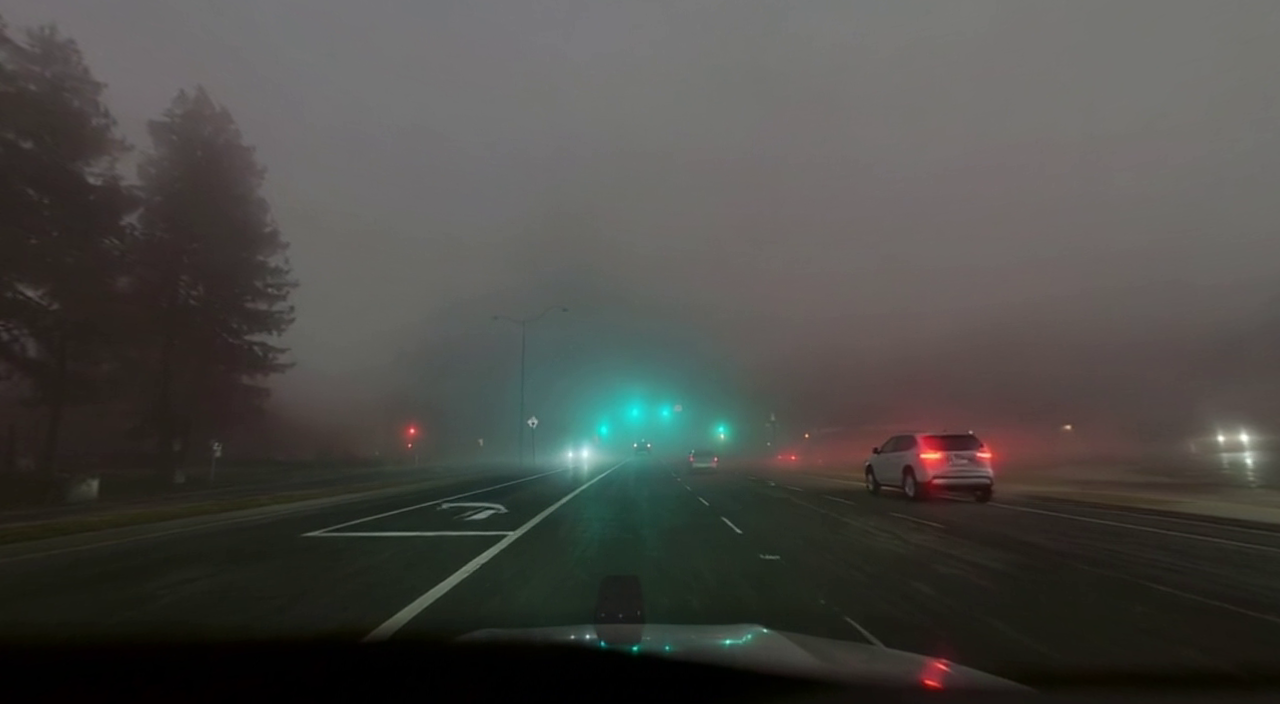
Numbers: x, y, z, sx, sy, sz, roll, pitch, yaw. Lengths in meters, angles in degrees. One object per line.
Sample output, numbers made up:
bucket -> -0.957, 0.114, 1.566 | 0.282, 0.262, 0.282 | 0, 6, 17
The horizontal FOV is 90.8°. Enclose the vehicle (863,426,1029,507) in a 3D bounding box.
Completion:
vehicle -> 7.101, 2.687, 15.248 | 1.950, 1.668, 4.053 | 0, -8, 0

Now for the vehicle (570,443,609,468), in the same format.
vehicle -> -3.065, 6.386, 39.318 | 2.049, 1.449, 4.213 | 0, -8, 1

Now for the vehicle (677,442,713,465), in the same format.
vehicle -> 3.652, 6.858, 42.894 | 2.029, 1.442, 4.054 | 0, -8, -1
